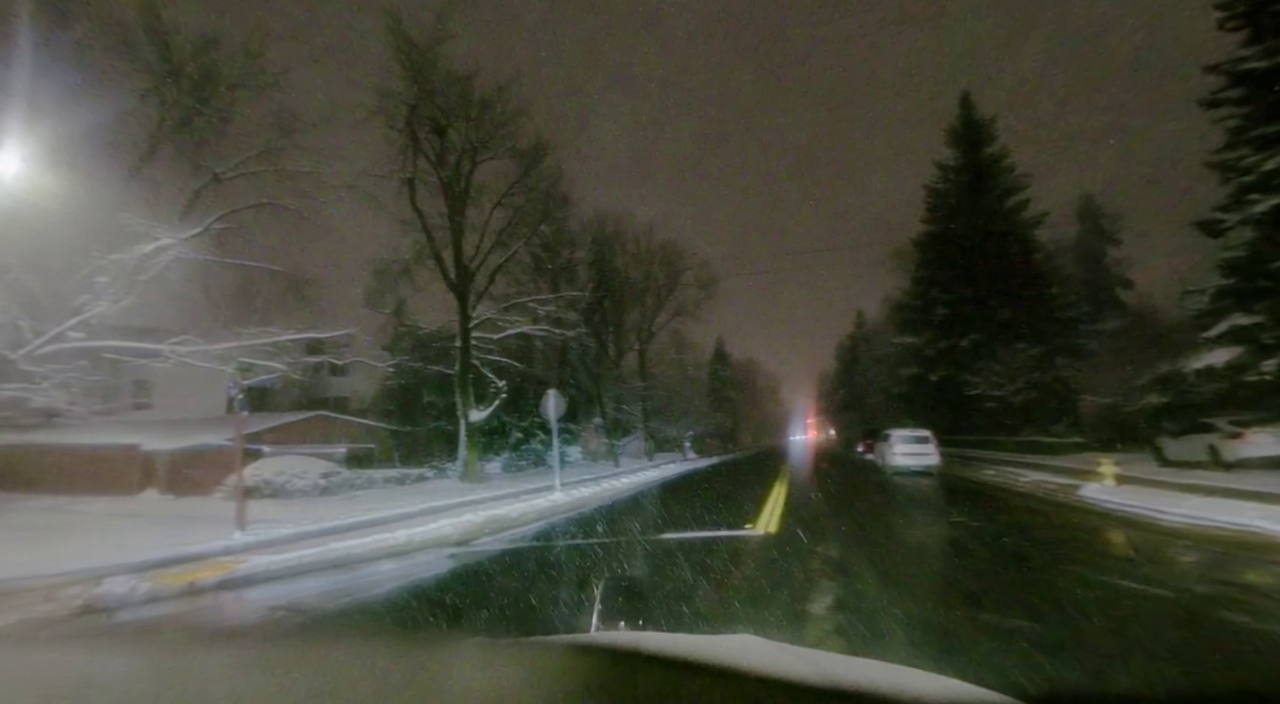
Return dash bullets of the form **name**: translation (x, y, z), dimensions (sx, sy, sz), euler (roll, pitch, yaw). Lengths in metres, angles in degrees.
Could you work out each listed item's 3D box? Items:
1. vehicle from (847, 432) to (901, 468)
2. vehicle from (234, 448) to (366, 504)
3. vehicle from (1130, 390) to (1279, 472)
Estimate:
- **vehicle**: translation (12.278, 5.166, 33.224), dimensions (2.085, 1.792, 4.176), euler (-2, -9, 13)
- **vehicle**: translation (-12.045, 4.529, 22.563), dimensions (1.919, 1.447, 3.896), euler (-9, -18, 14)
- **vehicle**: translation (16.032, 2.256, 17.506), dimensions (2.445, 1.935, 5.238), euler (-4, -9, 24)
